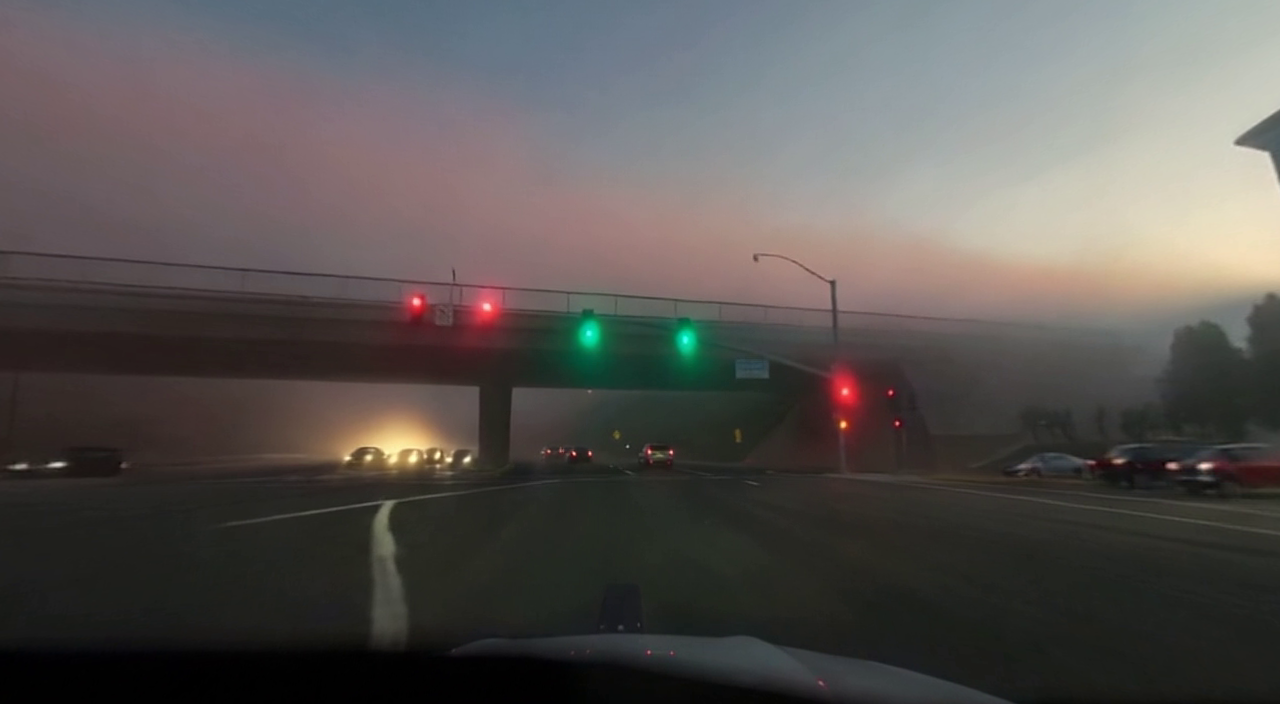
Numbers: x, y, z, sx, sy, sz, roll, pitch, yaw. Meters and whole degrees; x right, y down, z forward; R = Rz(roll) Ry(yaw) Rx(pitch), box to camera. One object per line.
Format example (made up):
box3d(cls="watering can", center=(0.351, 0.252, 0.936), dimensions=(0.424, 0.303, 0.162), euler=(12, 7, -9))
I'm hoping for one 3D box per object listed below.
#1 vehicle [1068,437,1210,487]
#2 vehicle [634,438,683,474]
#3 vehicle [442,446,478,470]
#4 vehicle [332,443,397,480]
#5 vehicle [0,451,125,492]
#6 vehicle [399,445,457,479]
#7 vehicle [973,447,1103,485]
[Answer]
box3d(cls="vehicle", center=(17.456, 3.813, 22.136), dimensions=(4.154, 1.603, 1.834), euler=(3, -9, -19))
box3d(cls="vehicle", center=(0.907, 5.441, 33.245), dimensions=(2.024, 1.724, 3.928), euler=(1, -9, -7))
box3d(cls="vehicle", center=(-11.998, 7.071, 42.326), dimensions=(1.722, 1.519, 3.826), euler=(1, -9, -8))
box3d(cls="vehicle", center=(-14.018, 5.546, 32.437), dimensions=(1.989, 1.619, 4.612), euler=(1, -7, -10))
box3d(cls="vehicle", center=(-25.195, 5.103, 27.386), dimensions=(2.020, 1.515, 4.808), euler=(1, -8, -6))
box3d(cls="vehicle", center=(-11.130, 5.766, 33.480), dimensions=(1.961, 1.492, 4.479), euler=(0, -7, -6))
box3d(cls="vehicle", center=(16.262, 4.622, 25.857), dimensions=(4.490, 1.430, 1.996), euler=(3, -9, -19))
